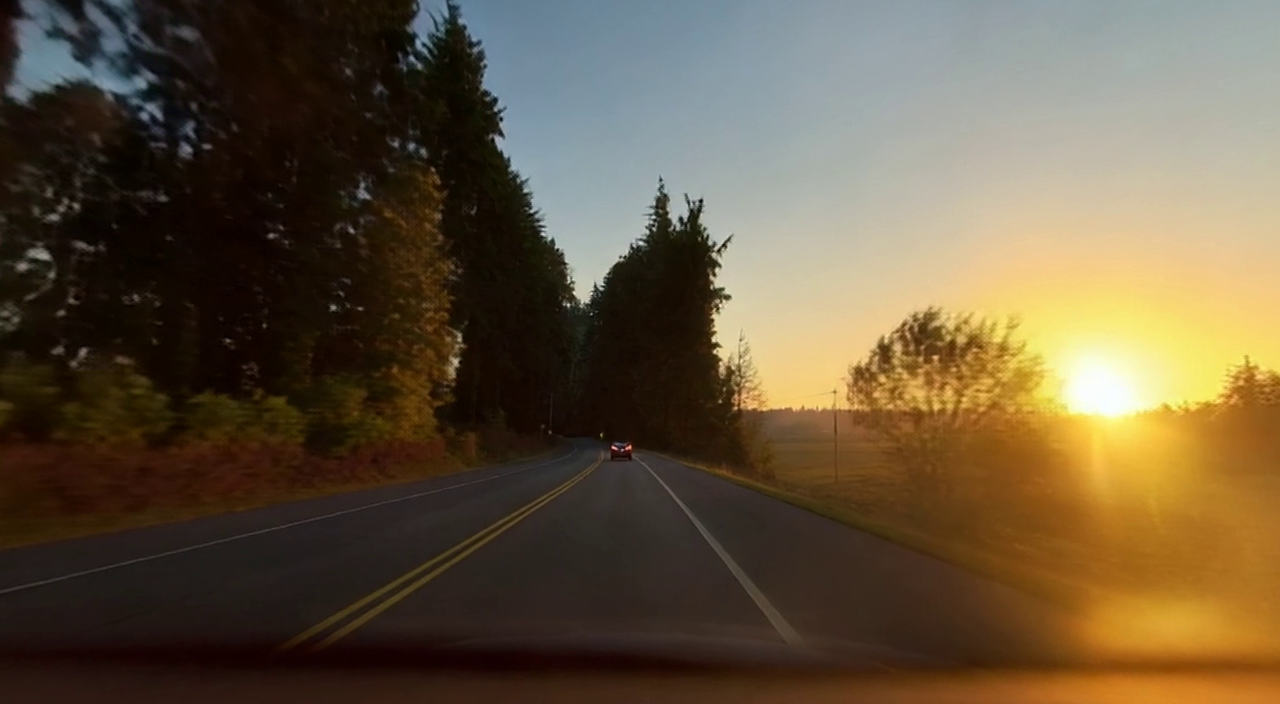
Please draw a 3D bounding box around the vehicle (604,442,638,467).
[{"bbox_3d":[-1.193,6.451,39.891,2.042,1.489,3.963,0,-9,-2],"label":"vehicle"}]
